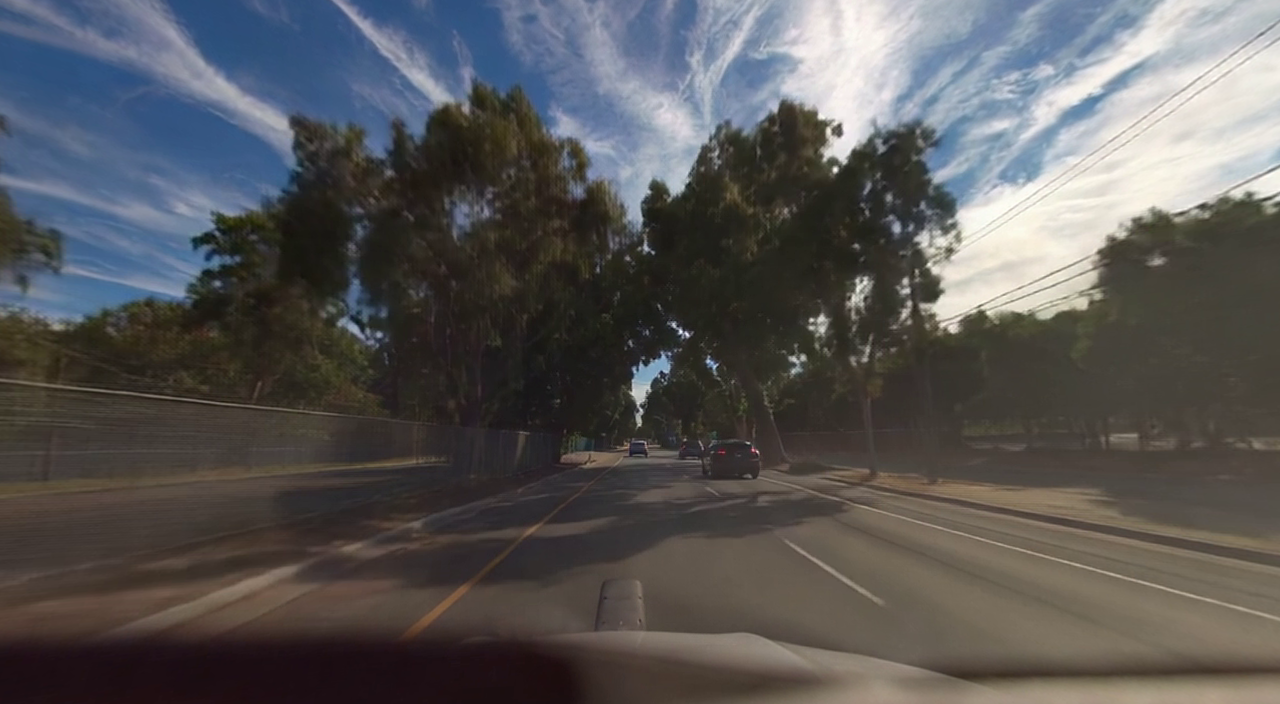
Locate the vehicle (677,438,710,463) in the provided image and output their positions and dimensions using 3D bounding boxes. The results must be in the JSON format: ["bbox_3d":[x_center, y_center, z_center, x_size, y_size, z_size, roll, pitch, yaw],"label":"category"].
[{"bbox_3d":[3.790,7.070,45.390,2.012,1.653,4.115,0,-9,0],"label":"vehicle"}]

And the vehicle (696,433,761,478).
[{"bbox_3d":[3.855,4.589,28.277,2.112,1.825,4.574,0,-9,-2],"label":"vehicle"}]
